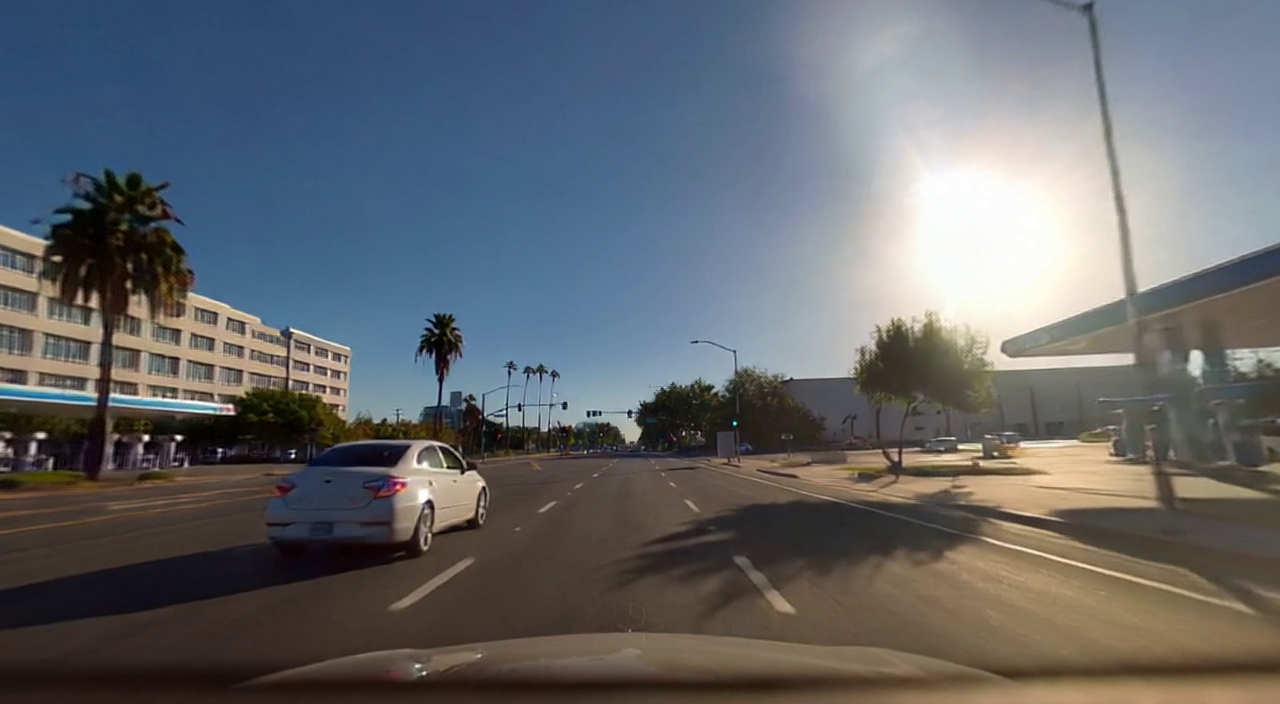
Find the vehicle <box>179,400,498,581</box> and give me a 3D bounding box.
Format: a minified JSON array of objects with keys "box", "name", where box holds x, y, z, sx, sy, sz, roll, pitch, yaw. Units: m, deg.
[{"box":[-3.456,1.686,8.458,2.011,1.756,4.478,0,-9,0],"name":"vehicle"}]
